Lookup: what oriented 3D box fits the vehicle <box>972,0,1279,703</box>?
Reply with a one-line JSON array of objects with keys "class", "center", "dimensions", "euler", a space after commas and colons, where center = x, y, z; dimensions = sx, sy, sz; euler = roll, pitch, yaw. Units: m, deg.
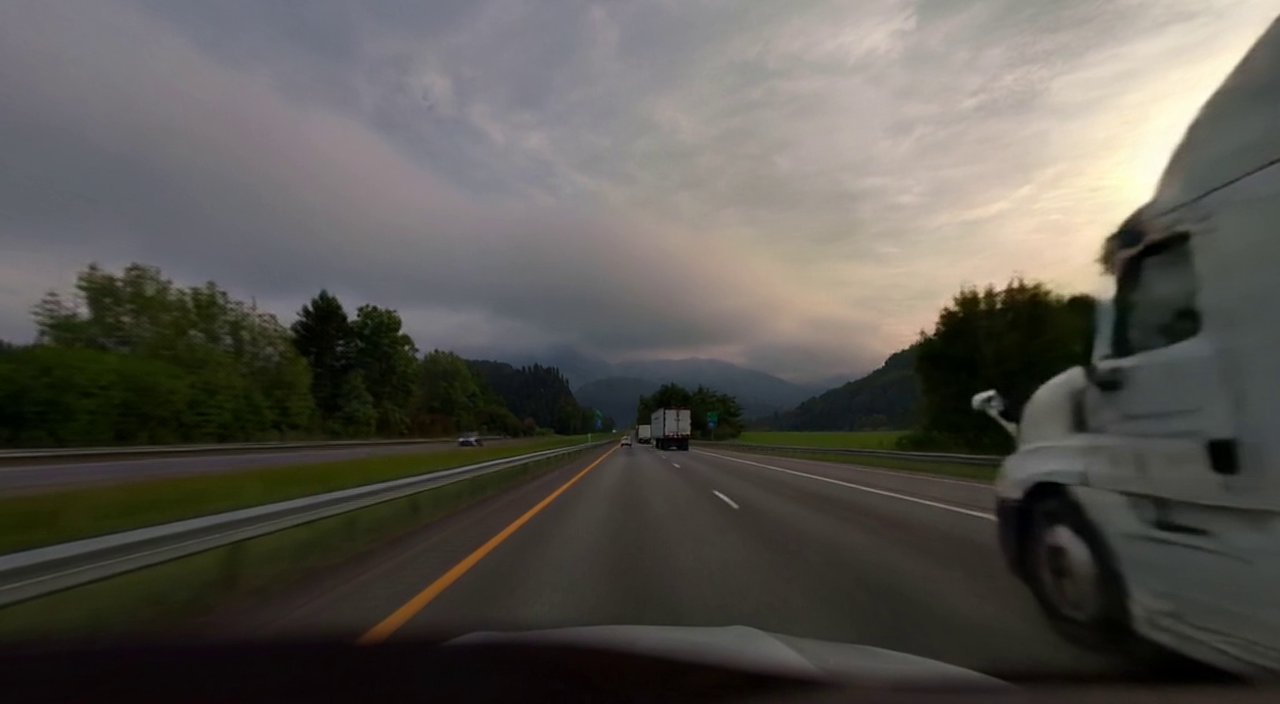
[{"class": "vehicle", "center": [4.233, -0.413, 1.741], "dimensions": [3.073, 3.927, 6.116], "euler": [0, -8, -1]}]
